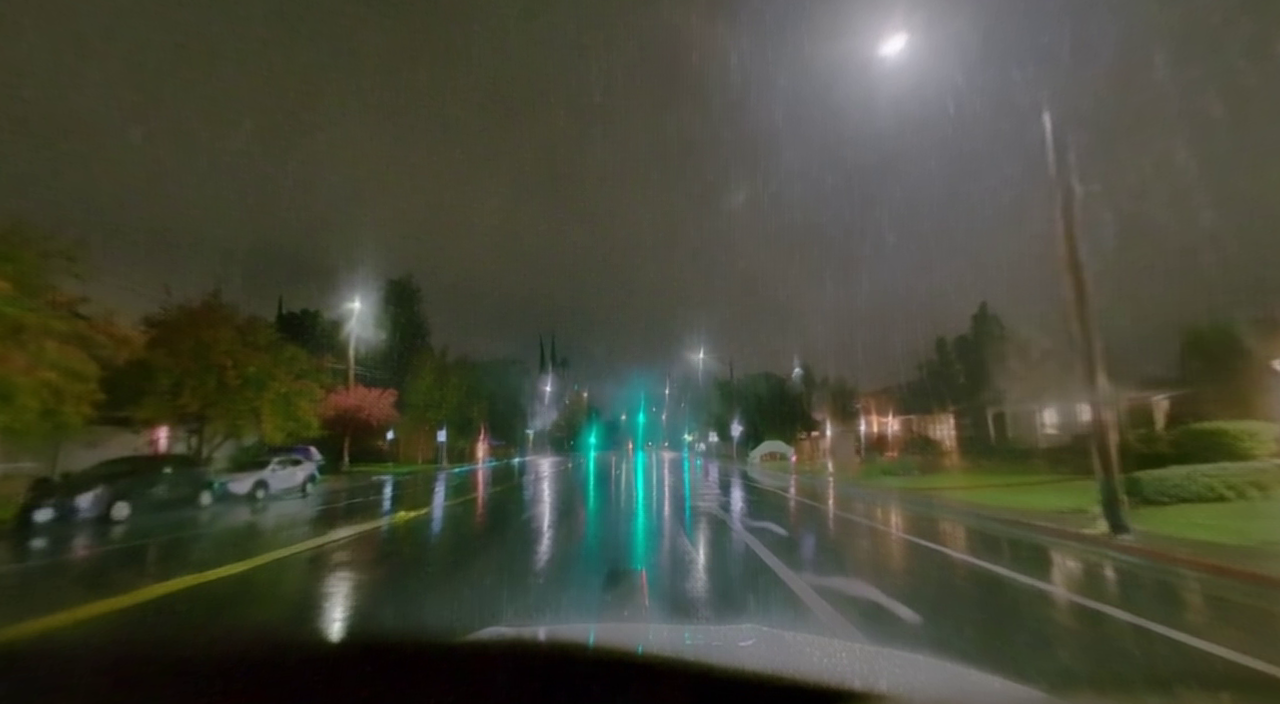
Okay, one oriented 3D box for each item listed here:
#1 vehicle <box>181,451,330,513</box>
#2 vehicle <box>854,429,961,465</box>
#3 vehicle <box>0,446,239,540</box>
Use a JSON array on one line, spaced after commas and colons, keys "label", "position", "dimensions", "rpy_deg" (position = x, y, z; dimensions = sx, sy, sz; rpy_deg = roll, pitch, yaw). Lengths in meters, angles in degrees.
[{"label": "vehicle", "position": [-11.745, 3.937, 19.668], "dimensions": [1.888, 1.439, 4.351], "rpy_deg": [-2, -6, 1]}, {"label": "vehicle", "position": [14.075, 5.015, 33.433], "dimensions": [4.907, 1.693, 2.081], "rpy_deg": [0, -7, 13]}, {"label": "vehicle", "position": [-11.814, 3.067, 14.515], "dimensions": [2.023, 1.629, 4.822], "rpy_deg": [-2, -7, -1]}]
